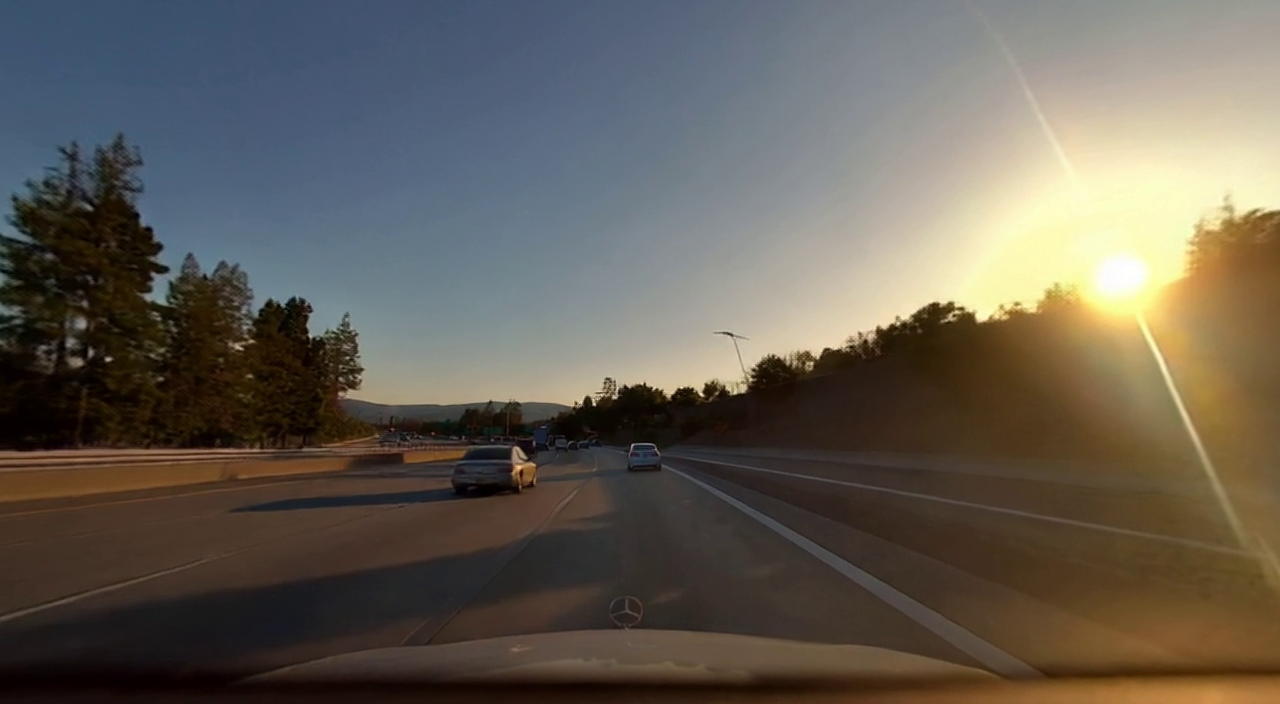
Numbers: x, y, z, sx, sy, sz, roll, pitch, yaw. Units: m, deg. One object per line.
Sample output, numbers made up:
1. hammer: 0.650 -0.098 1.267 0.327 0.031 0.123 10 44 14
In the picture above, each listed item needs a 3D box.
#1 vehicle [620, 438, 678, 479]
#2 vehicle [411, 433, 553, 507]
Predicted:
1. vehicle: 0.255 4.053 24.235 2.051 1.444 3.927 0 -9 -2
2. vehicle: -3.620 2.835 15.635 2.246 1.519 4.980 0 -9 0
